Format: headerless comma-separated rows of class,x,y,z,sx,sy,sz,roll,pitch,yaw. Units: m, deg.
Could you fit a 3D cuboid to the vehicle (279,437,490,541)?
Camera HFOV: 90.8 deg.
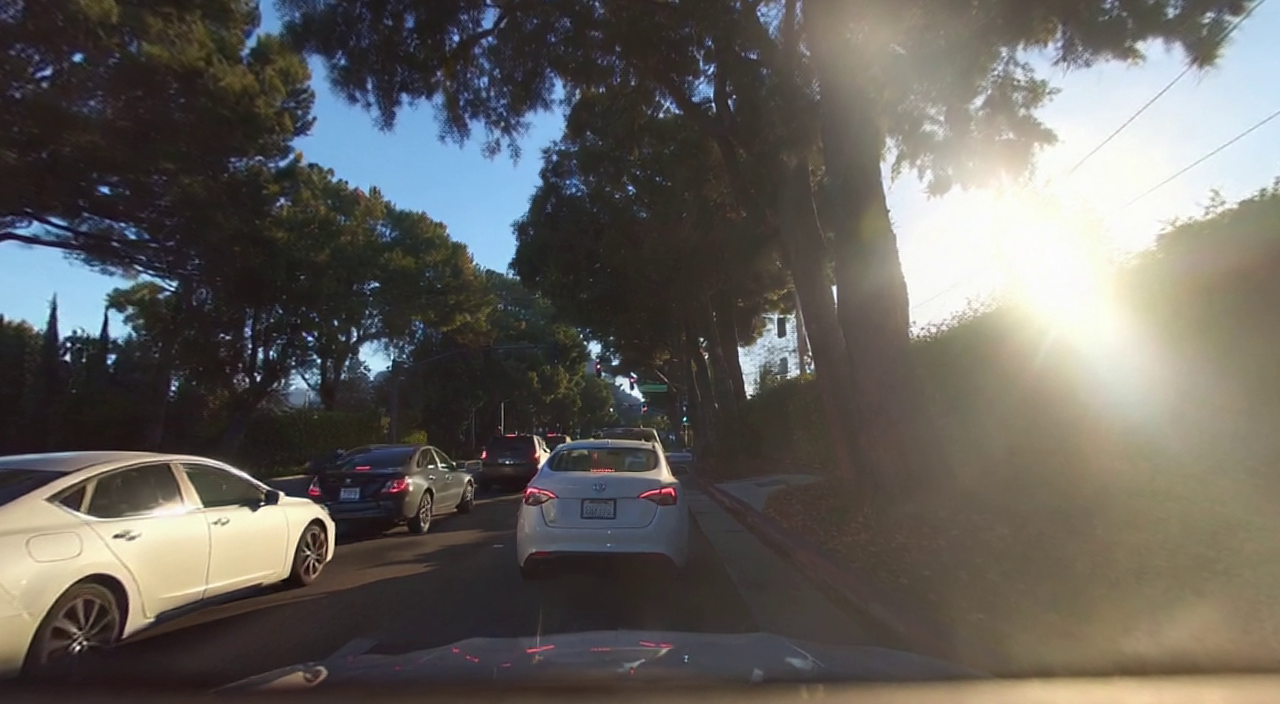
vehicle,-4.256,2.325,11.466,1.898,1.503,4.453,0,-8,1

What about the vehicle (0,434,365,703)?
vehicle,-3.810,1.318,4.468,1.784,1.408,4.141,0,-8,1

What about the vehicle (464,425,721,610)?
vehicle,-0.408,1.683,7.375,2.127,1.517,4.090,0,-8,0
